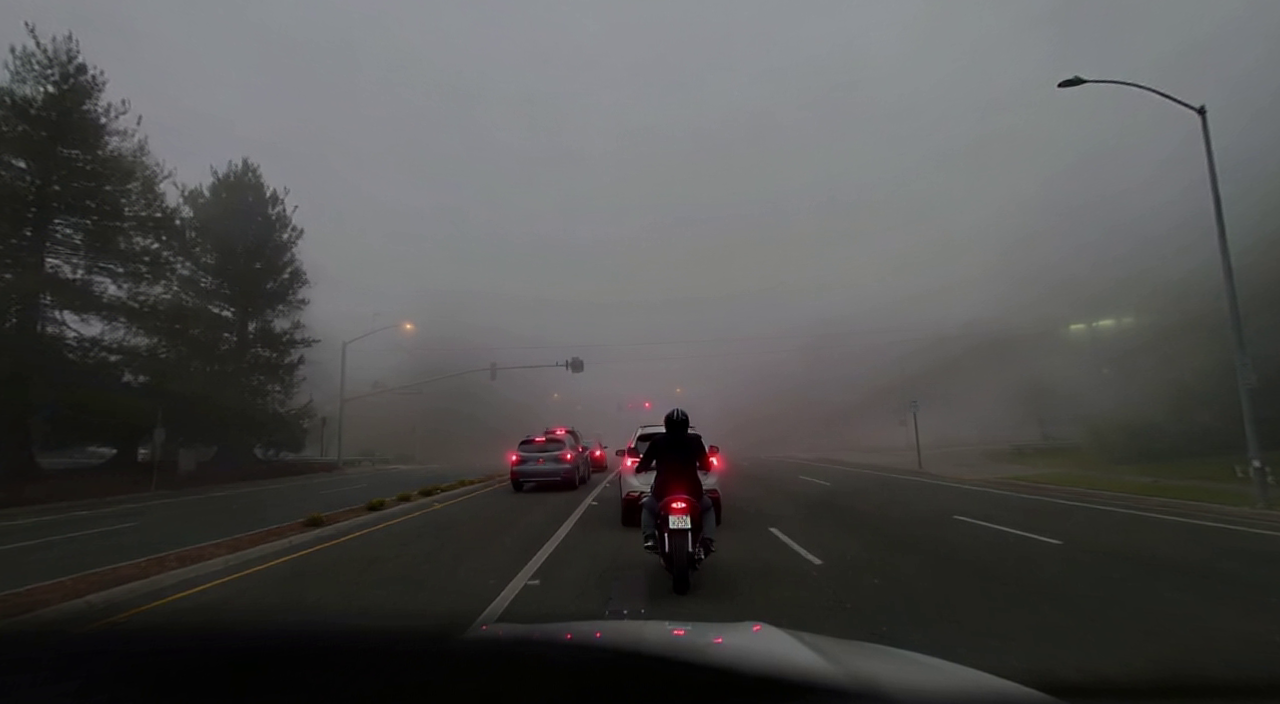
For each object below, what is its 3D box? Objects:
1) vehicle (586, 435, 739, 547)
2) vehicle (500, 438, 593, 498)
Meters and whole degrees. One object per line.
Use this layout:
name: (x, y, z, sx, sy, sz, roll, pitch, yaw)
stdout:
vehicle: (0.324, 2.167, 10.643, 2.009, 1.450, 4.608, -1, -8, 1)
vehicle: (-2.553, 3.262, 18.163, 1.979, 1.499, 3.840, -1, -8, 2)
